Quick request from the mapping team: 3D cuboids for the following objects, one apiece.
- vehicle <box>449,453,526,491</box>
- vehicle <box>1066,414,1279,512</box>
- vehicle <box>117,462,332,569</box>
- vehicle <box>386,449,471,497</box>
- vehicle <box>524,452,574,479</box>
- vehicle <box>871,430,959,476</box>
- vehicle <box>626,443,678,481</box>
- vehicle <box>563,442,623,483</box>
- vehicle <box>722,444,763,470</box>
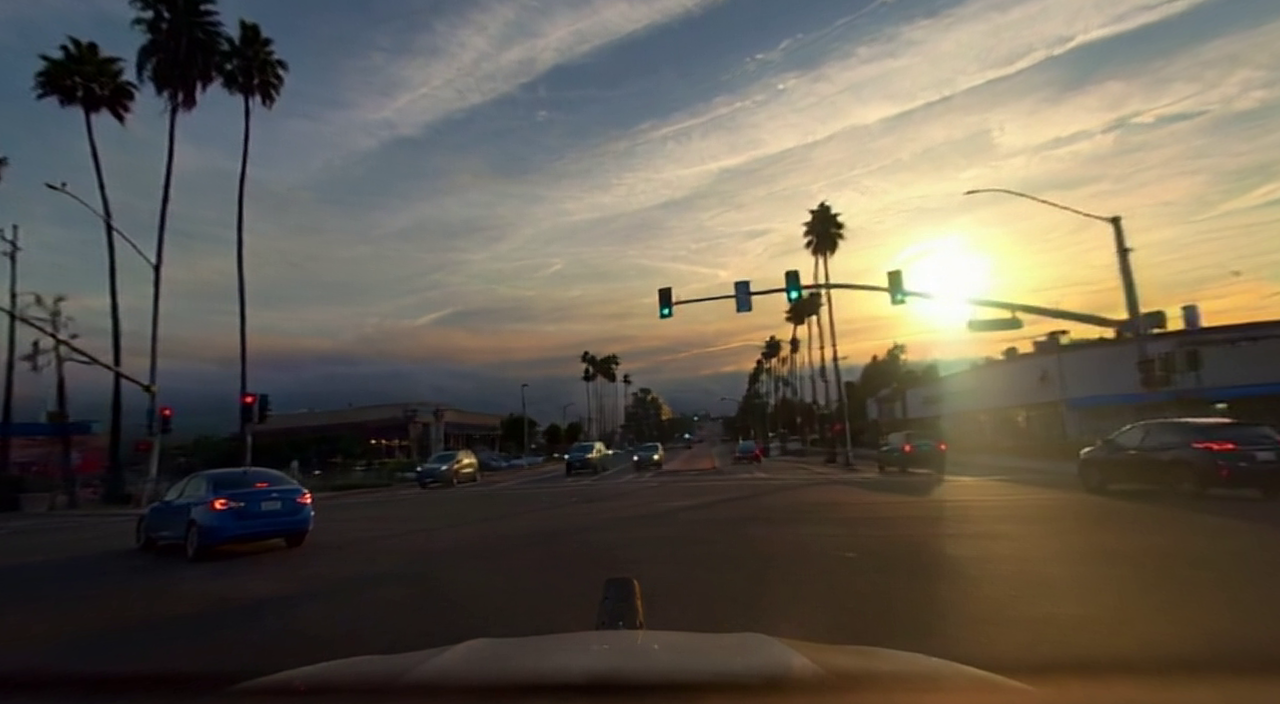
[{"bbox_3d":[-6.660,5.262,28.056,2.041,1.498,4.348,-2,-9,5],"label":"vehicle"},{"bbox_3d":[11.991,2.390,13.882,2.199,1.773,4.568,-1,-9,3],"label":"vehicle"},{"bbox_3d":[-7.527,2.743,11.310,4.206,1.471,2.089,-9,-12,41],"label":"vehicle"},{"bbox_3d":[-9.620,5.486,29.065,2.090,1.593,4.176,-6,-6,6],"label":"vehicle"},{"bbox_3d":[-5.363,6.725,37.689,1.973,1.474,4.495,-2,-9,5],"label":"vehicle"},{"bbox_3d":[12.263,4.582,28.557,2.059,1.859,4.690,-1,-9,3],"label":"vehicle"},{"bbox_3d":[0.652,5.099,29.558,2.041,1.473,4.221,-2,-7,6],"label":"vehicle"},{"bbox_3d":[-2.143,5.176,29.805,2.187,1.740,4.022,-2,-9,5],"label":"vehicle"},{"bbox_3d":[6.257,6.510,39.156,1.977,1.449,4.254,-1,-9,2],"label":"vehicle"}]
